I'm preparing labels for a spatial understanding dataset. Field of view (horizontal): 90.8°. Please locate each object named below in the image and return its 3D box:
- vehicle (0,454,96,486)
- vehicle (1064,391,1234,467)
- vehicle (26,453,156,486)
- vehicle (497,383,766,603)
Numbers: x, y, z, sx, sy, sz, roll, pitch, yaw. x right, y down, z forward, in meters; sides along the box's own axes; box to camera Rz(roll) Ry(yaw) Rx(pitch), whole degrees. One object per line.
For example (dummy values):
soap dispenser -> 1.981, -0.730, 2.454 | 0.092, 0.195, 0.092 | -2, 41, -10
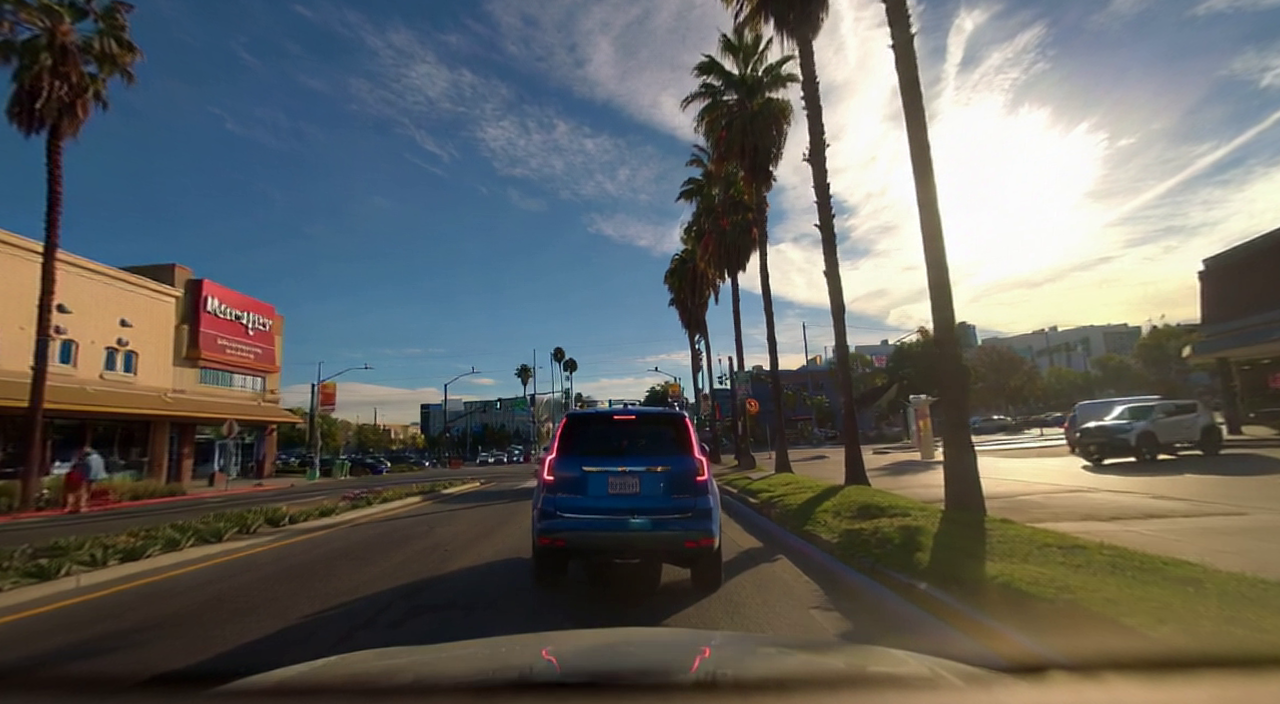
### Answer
vehicle -> -28.431, 5.359, 28.697 | 5.154, 1.343, 1.943 | 4, -9, -25
vehicle -> 16.120, 2.492, 19.892 | 6.060, 2.047, 2.490 | 6, -11, -36
vehicle -> -27.878, 5.959, 32.304 | 4.593, 1.528, 1.979 | 5, -10, -29
vehicle -> -0.116, 1.464, 7.278 | 2.234, 1.818, 3.869 | 0, -9, -2
